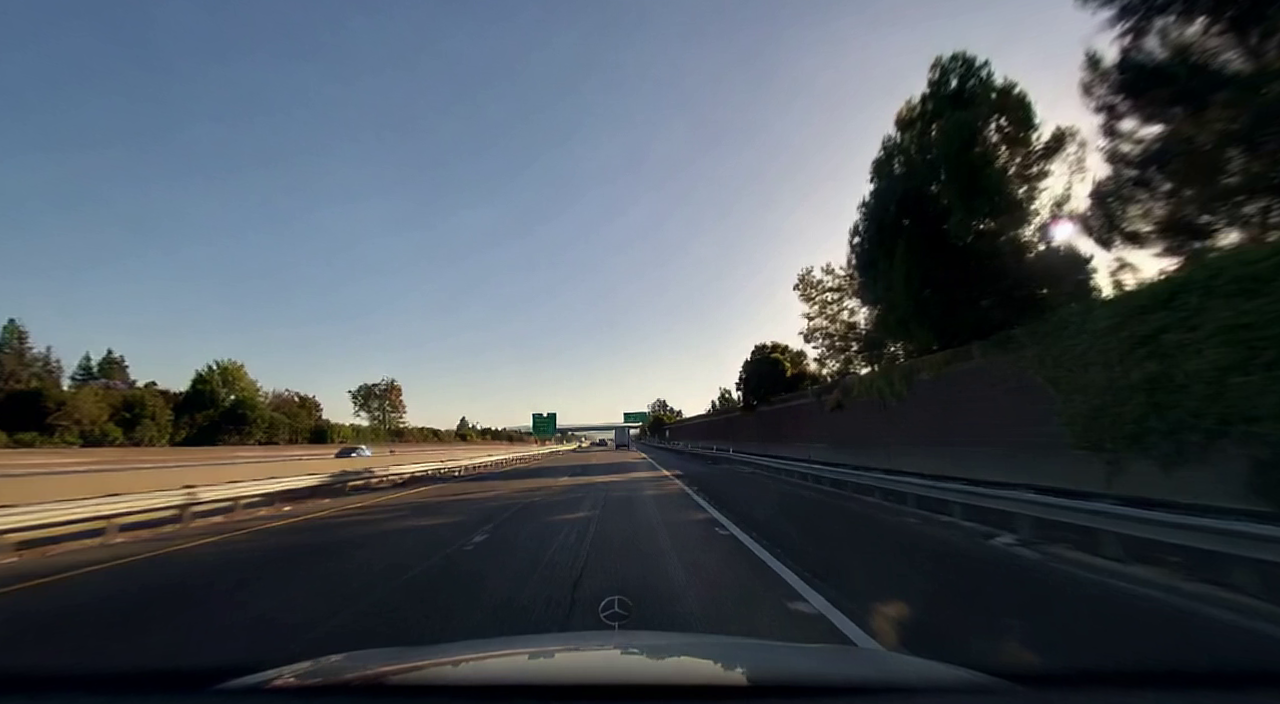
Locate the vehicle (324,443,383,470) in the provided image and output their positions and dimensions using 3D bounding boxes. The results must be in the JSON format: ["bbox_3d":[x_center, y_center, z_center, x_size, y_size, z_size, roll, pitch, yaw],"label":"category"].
[{"bbox_3d":[-18.356,6.692,40.550,1.950,1.558,4.121,0,-8,-1],"label":"vehicle"}]
